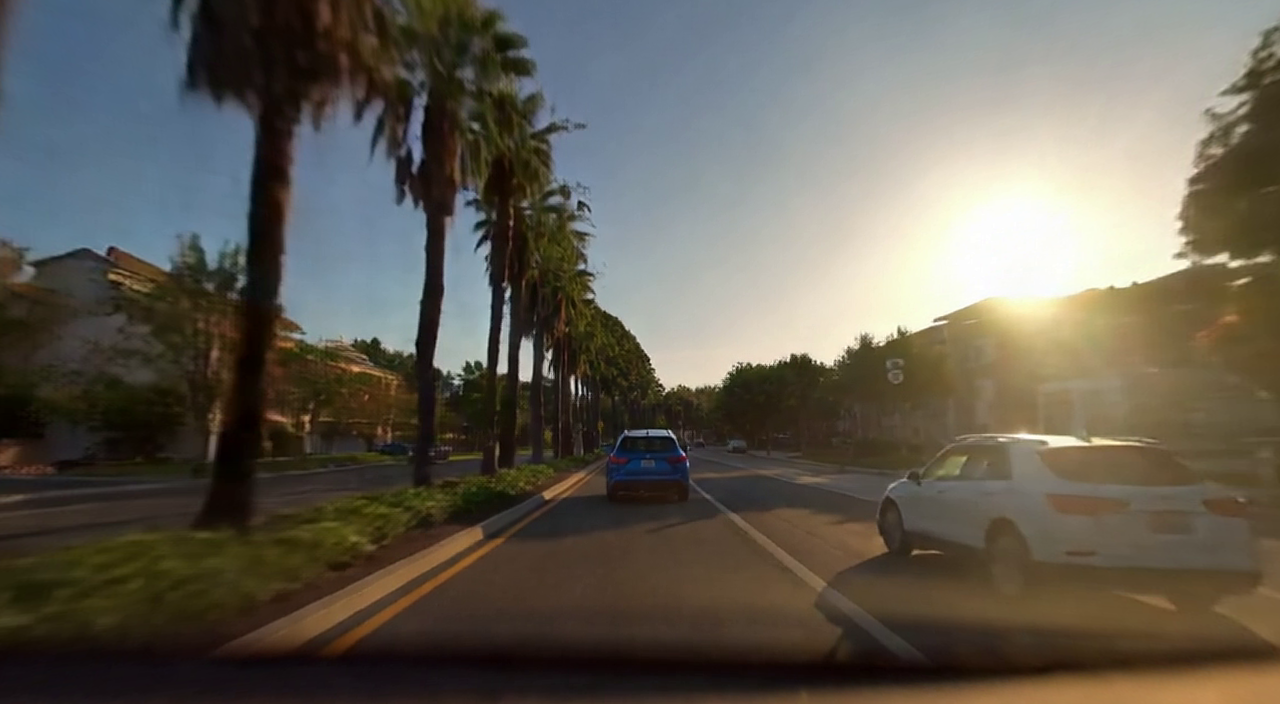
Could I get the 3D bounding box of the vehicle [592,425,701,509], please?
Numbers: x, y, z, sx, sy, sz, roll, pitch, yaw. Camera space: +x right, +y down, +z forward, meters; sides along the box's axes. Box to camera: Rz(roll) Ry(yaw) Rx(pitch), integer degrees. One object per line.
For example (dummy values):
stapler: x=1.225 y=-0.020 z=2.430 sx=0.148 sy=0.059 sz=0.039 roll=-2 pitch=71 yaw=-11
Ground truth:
vehicle: x=0.104 y=2.680 z=15.176 sx=2.239 sy=1.693 sz=4.301 roll=0 pitch=-8 yaw=-1

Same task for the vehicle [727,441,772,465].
vehicle: x=6.841 y=6.349 z=39.919 sx=1.930 sy=1.457 sz=4.267 roll=0 pitch=-8 yaw=-2

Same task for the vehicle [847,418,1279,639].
vehicle: x=3.935 y=1.528 z=6.615 sx=1.941 sy=1.472 sz=4.570 roll=0 pitch=-8 yaw=-1
